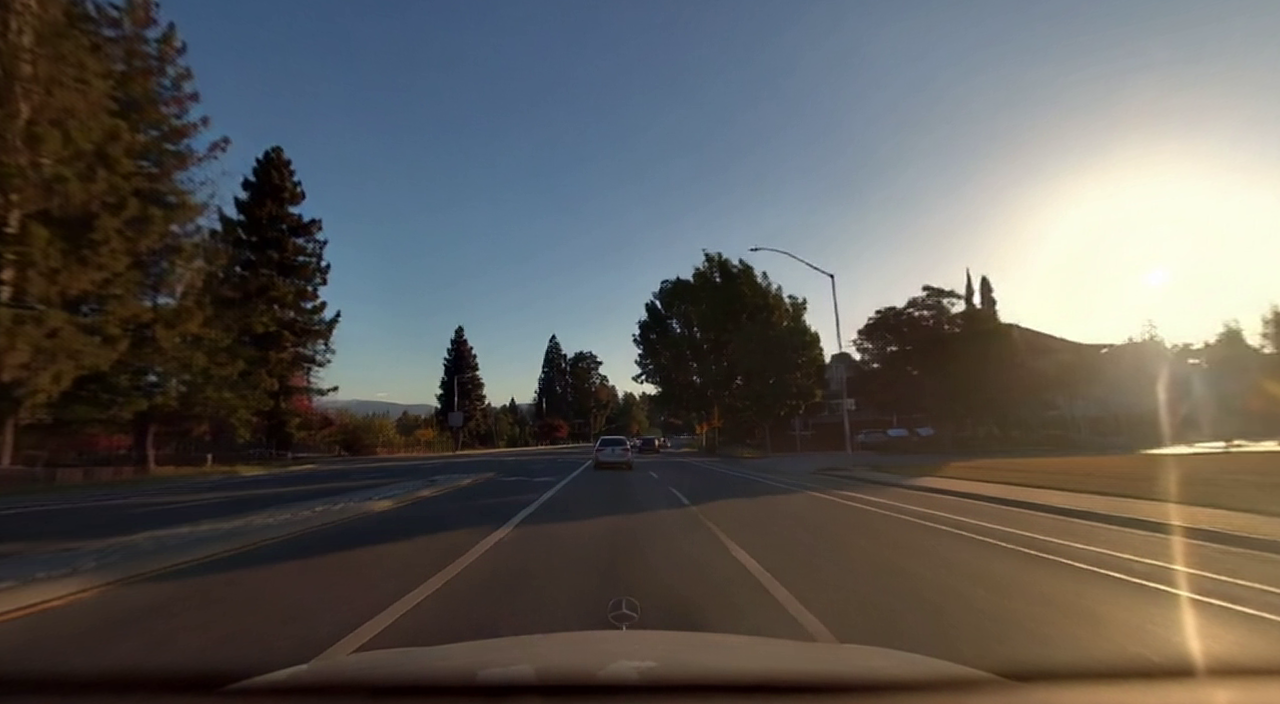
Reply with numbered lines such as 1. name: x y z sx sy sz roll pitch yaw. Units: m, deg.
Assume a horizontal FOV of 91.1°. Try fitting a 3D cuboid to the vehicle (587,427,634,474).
1. vehicle: -1.423 4.651 29.790 2.072 2.002 4.391 1 -8 -3
